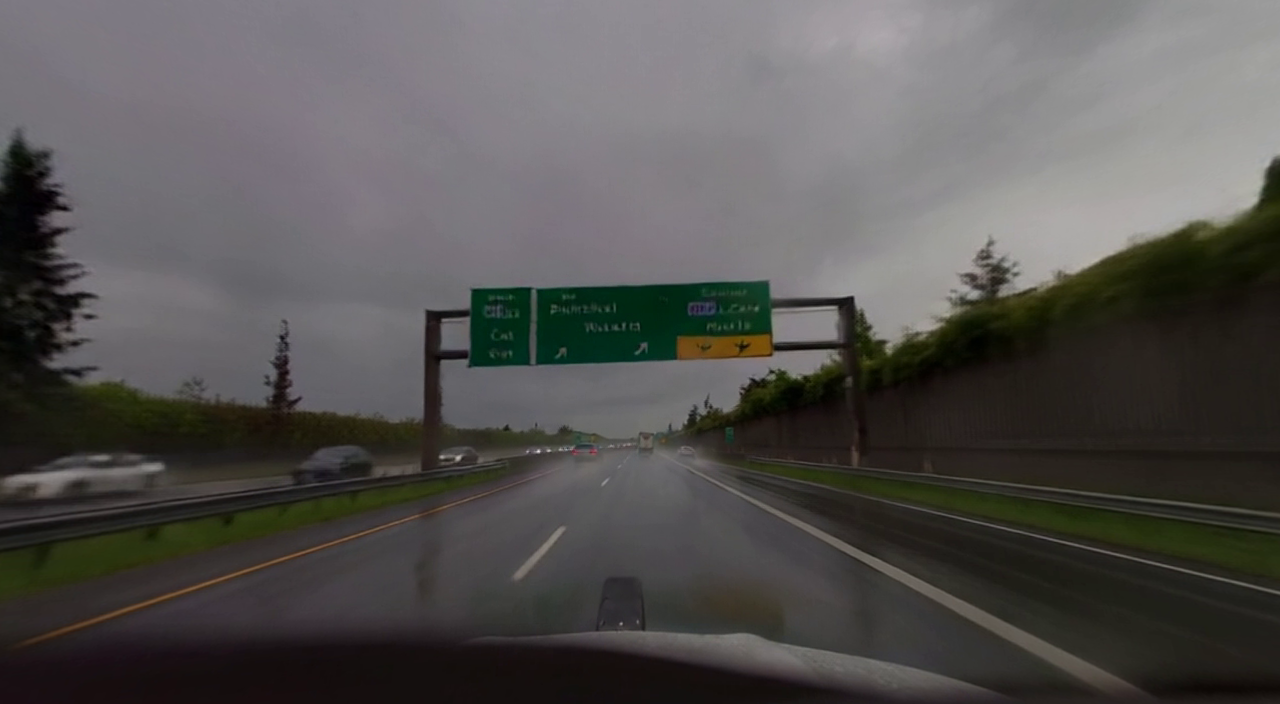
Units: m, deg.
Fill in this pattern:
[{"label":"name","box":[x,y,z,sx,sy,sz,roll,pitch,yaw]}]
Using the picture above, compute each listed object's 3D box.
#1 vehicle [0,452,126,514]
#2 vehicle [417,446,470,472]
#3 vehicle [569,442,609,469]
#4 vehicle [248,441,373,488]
[{"label":"vehicle","box":[-16.521,3.403,16.704,1.843,1.473,4.721,0,-9,0]},{"label":"vehicle","box":[-11.688,6.392,37.789,1.802,1.439,4.099,0,-9,1]},{"label":"vehicle","box":[-2.997,6.165,37.829,2.020,1.475,4.434,0,-9,1]},{"label":"vehicle","box":[-11.666,3.985,22.747,1.931,1.501,4.621,0,-9,1]}]
